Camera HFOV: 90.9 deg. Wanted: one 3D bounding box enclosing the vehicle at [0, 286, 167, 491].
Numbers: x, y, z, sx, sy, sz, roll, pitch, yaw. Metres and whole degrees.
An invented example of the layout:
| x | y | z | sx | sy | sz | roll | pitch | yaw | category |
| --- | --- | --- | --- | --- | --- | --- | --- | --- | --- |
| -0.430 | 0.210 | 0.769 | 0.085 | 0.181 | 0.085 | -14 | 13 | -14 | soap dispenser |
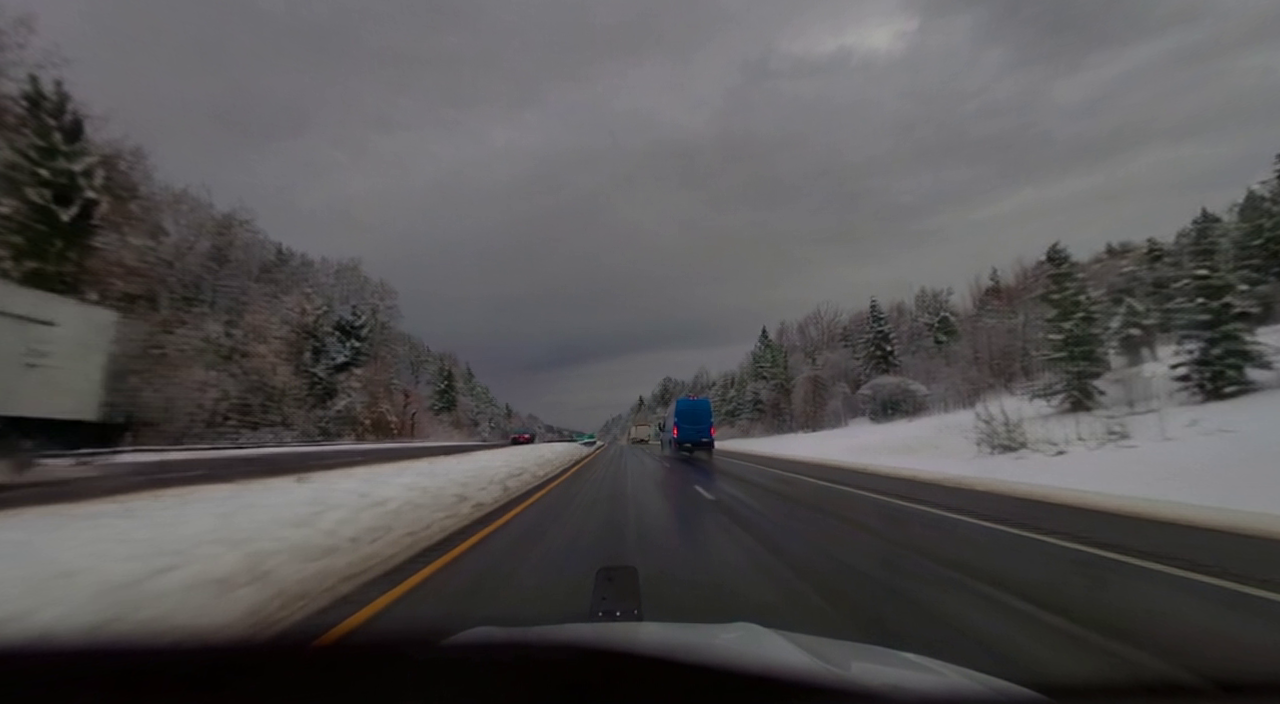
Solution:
| x | y | z | sx | sy | sz | roll | pitch | yaw | category |
| --- | --- | --- | --- | --- | --- | --- | --- | --- | --- |
| -13.205 | 0.537 | 10.610 | 2.816 | 3.740 | 9.966 | 0 | -8 | -1 | vehicle |

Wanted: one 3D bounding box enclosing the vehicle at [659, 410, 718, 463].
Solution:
| x | y | z | sx | sy | sz | roll | pitch | yaw | category |
| --- | --- | --- | --- | --- | --- | --- | --- | --- | --- |
| 2.493 | 4.602 | 34.318 | 2.570 | 2.596 | 6.082 | 0 | -8 | -2 | vehicle |
